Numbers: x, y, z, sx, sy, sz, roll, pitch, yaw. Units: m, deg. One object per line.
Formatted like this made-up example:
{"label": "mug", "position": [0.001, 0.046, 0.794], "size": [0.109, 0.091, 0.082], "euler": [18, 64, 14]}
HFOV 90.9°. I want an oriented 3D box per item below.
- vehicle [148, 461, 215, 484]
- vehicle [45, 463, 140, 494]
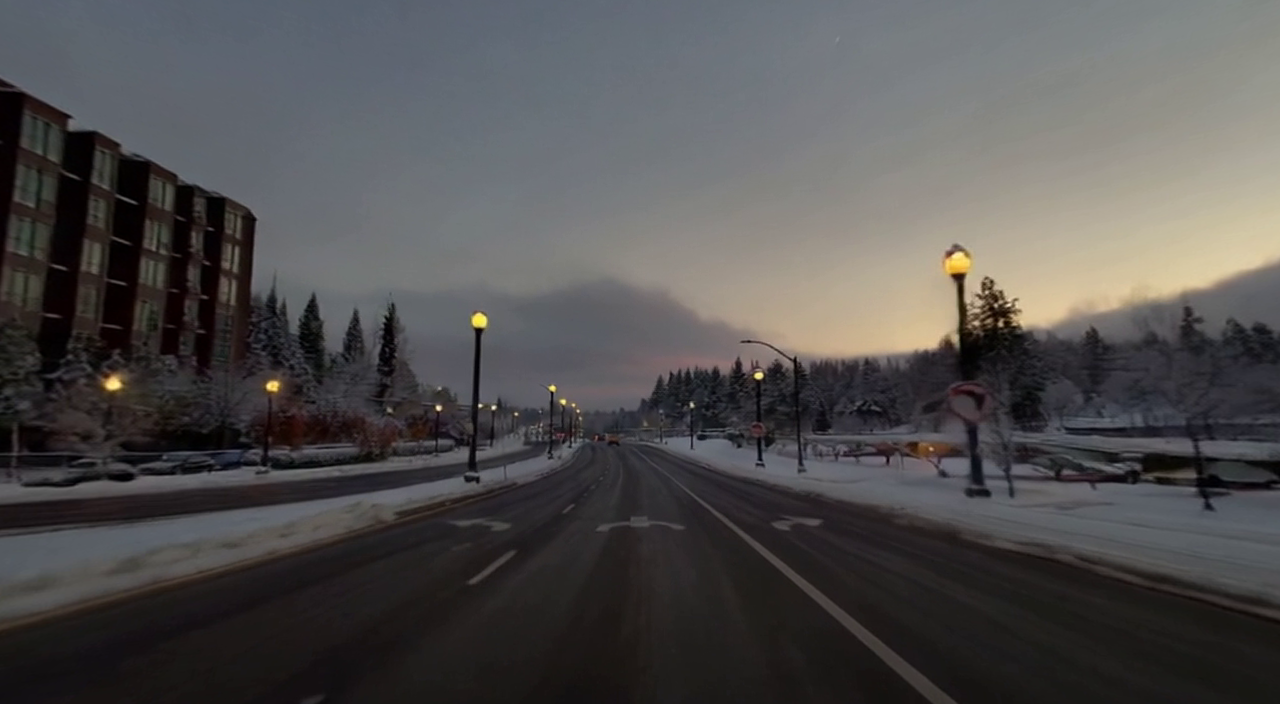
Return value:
{"label": "vehicle", "position": [-28.943, 7.605, 39.871], "size": [1.518, 1.364, 3.470], "euler": [0, -10, 2]}
{"label": "vehicle", "position": [-29.021, 6.697, 33.547], "size": [1.662, 1.428, 3.650], "euler": [0, -9, 1]}
